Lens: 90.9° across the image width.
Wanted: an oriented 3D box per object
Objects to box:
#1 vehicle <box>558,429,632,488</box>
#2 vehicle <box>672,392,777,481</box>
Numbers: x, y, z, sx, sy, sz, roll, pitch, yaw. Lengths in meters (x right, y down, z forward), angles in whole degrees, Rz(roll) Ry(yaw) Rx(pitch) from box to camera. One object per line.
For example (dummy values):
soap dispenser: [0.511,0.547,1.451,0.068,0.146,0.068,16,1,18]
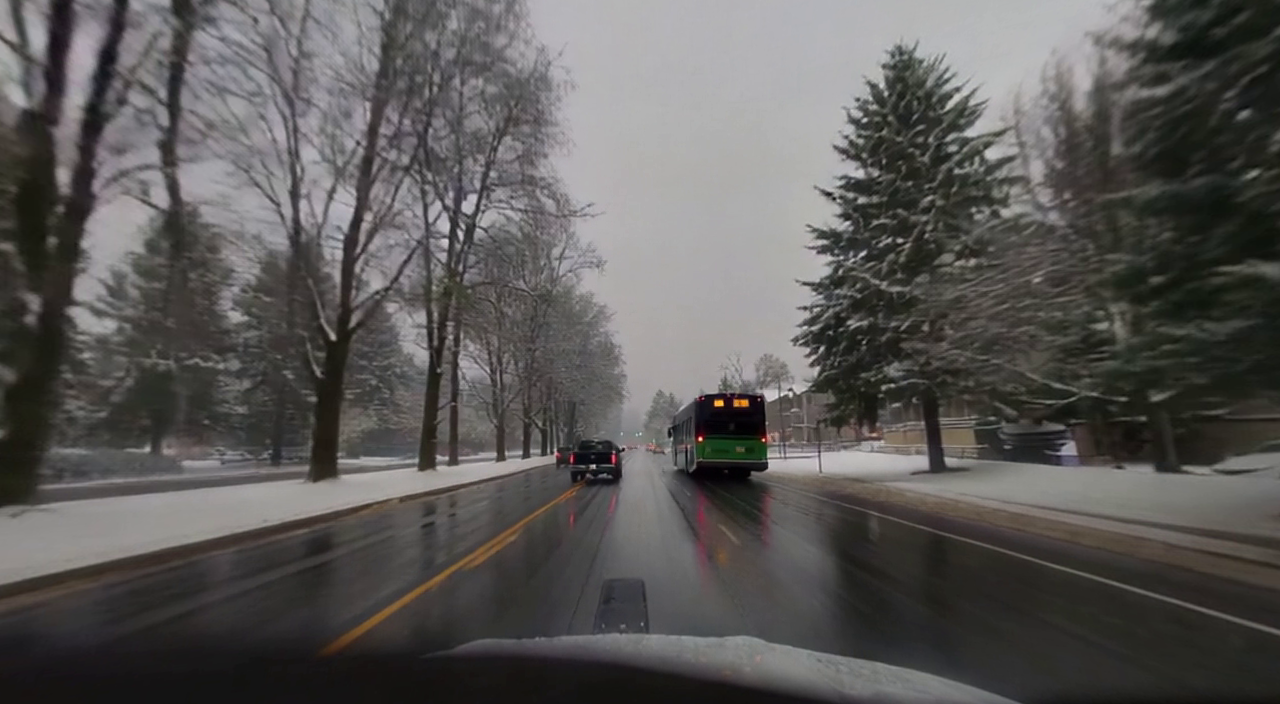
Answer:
vehicle: [-1.452,3.763,22.593,2.074,1.849,5.137,0,-9,2]
vehicle: [3.385,4.030,29.346,3.059,3.264,12.623,0,-9,0]
